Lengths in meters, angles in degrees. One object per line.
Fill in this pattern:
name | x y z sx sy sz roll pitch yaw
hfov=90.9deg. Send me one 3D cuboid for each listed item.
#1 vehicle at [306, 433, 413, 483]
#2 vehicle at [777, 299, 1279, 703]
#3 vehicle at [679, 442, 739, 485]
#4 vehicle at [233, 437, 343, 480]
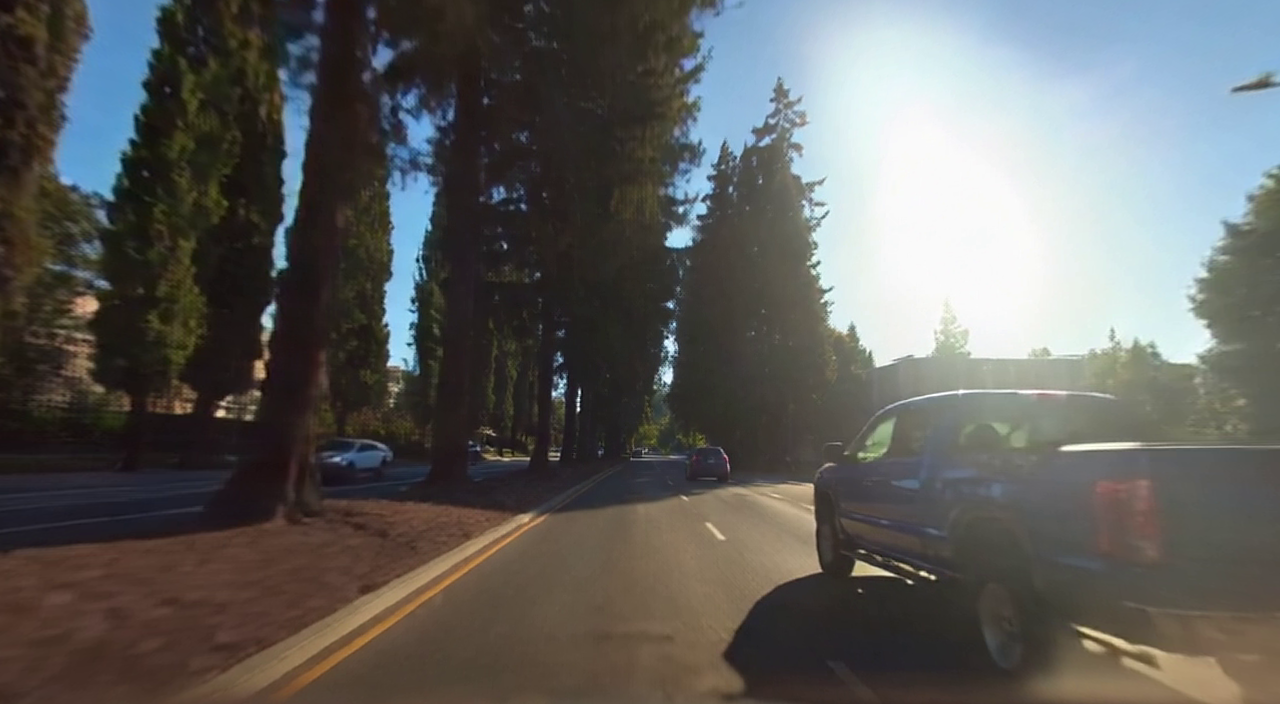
vehicle | -10.994 4.183 25.160 2.013 1.777 4.810 0 -9 0
vehicle | 2.996 1.202 4.934 2.553 1.942 5.679 0 -9 0
vehicle | 2.946 4.916 28.084 2.108 1.712 4.616 0 -9 -1
vehicle | -14.128 4.311 25.641 1.996 1.599 4.193 0 -9 0
